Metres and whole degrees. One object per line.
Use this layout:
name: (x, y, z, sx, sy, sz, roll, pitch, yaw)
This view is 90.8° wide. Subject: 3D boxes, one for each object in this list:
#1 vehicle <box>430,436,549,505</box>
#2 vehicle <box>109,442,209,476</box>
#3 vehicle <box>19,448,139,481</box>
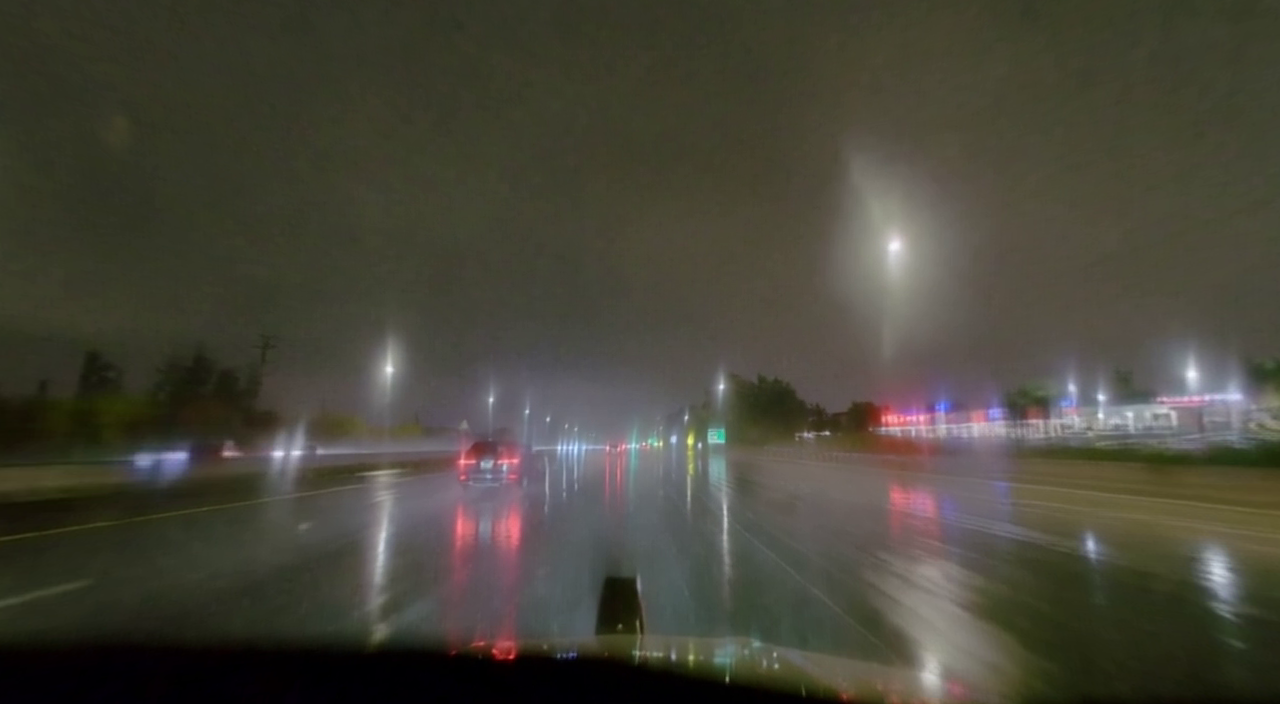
vehicle: (-3.658, 2.962, 16.203, 1.939, 1.508, 4.272, 0, -9, 1)
vehicle: (-22.663, 5.023, 29.922, 1.806, 1.480, 3.620, 0, -9, 1)
vehicle: (-26.321, 5.259, 29.822, 2.068, 1.429, 3.894, 0, -9, 0)
